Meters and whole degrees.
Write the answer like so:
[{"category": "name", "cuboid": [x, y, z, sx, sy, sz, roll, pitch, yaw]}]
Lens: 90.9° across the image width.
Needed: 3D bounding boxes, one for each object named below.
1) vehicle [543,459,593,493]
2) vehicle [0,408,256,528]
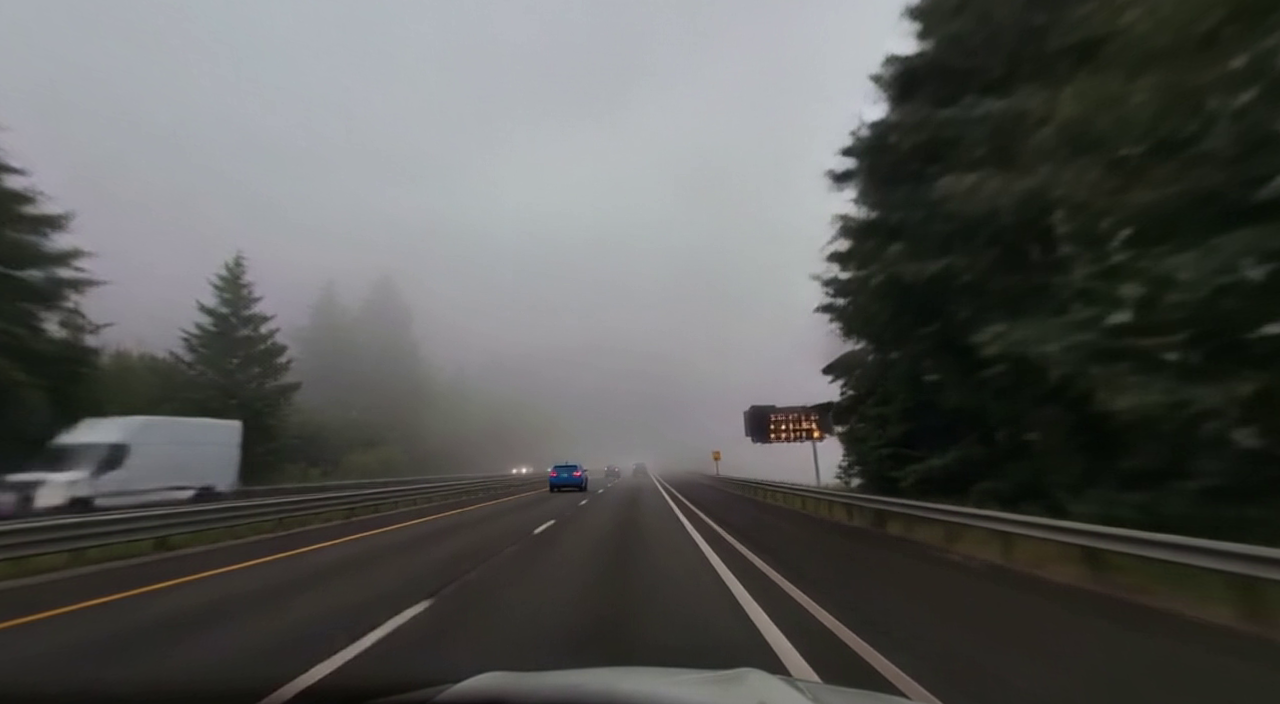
[{"category": "vehicle", "cuboid": [-3.701, 6.492, 33.132, 2.081, 1.586, 4.245, 0, -10, 1]}, {"category": "vehicle", "cuboid": [-17.452, 4.079, 22.307, 2.776, 3.469, 7.357, 0, -10, 1]}]
